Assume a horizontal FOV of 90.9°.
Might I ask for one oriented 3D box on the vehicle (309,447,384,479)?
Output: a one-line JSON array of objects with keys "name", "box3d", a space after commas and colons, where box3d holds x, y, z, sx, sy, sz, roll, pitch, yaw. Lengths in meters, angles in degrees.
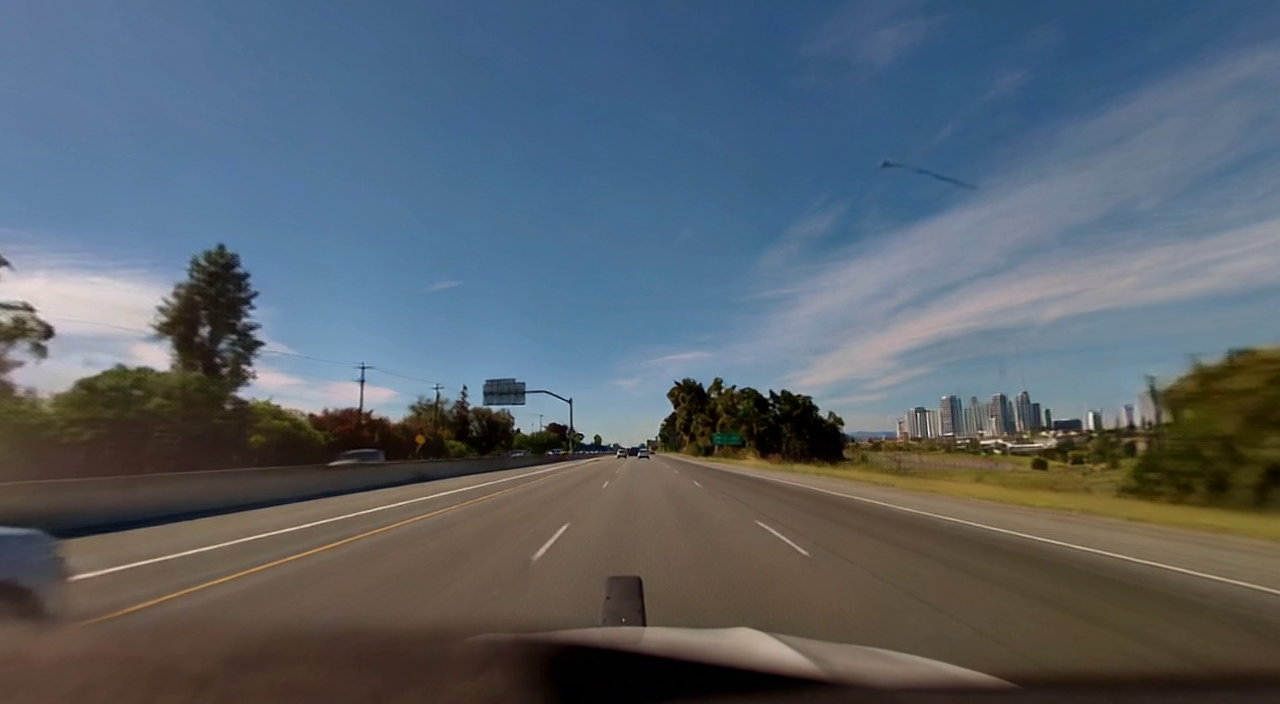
[{"name": "vehicle", "box3d": [-16.476, 6.265, 35.684, 1.994, 1.649, 4.641, 0, -9, 1]}]
